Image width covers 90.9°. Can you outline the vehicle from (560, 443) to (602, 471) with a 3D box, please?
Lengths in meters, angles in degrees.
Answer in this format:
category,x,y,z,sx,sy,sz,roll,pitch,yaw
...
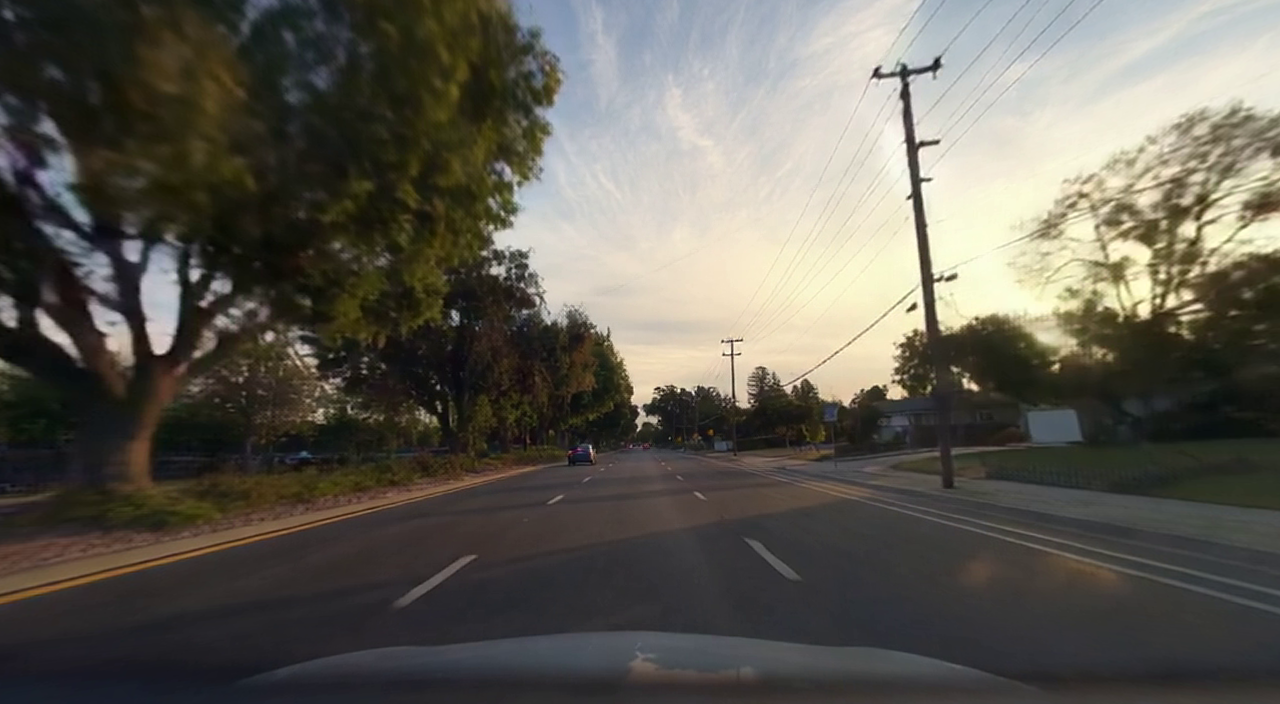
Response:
category,x,y,z,sx,sy,sz,roll,pitch,yaw
vehicle,-3.380,6.046,36.648,2.007,1.514,4.049,0,-8,1
